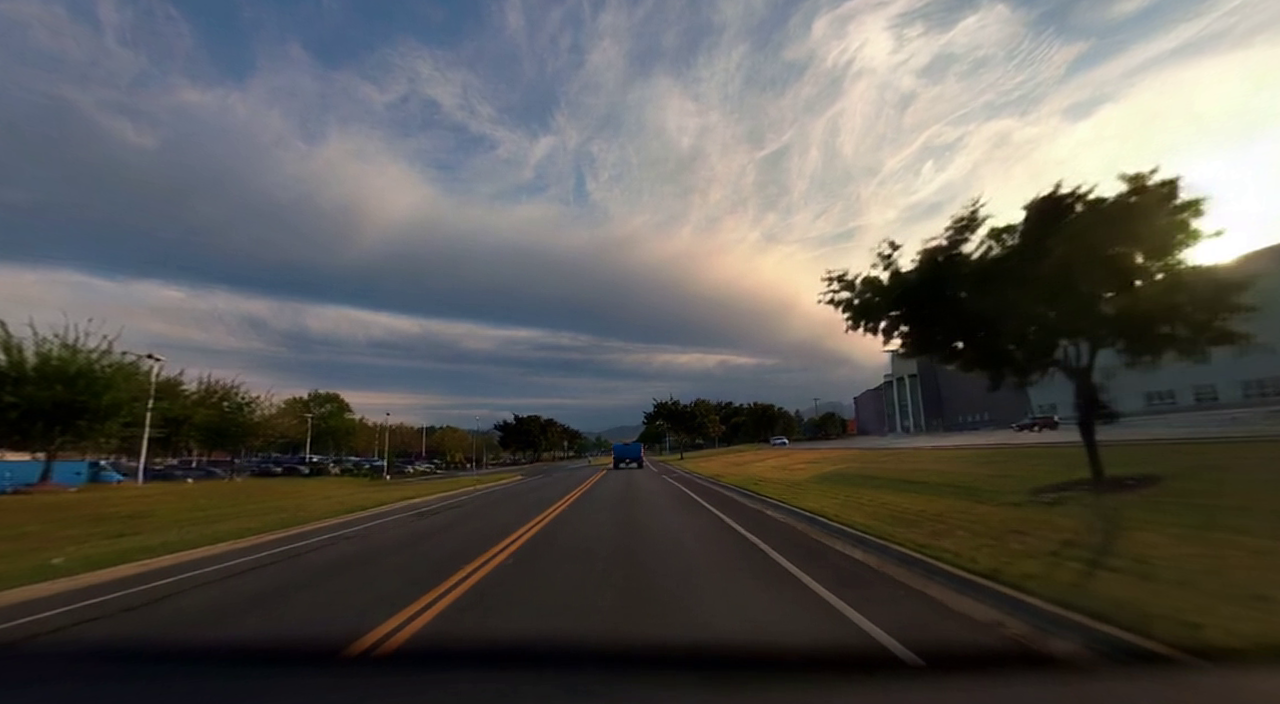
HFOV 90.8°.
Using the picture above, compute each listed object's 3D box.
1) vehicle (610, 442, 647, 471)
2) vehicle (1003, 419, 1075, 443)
[{"bbox_3d":[-0.881,7.804,47.469,2.556,2.063,5.578,0,-9,-1],"label":"vehicle"},{"bbox_3d":[26.172,5.242,41.566,1.816,1.517,3.920,1,-9,-8],"label":"vehicle"}]
